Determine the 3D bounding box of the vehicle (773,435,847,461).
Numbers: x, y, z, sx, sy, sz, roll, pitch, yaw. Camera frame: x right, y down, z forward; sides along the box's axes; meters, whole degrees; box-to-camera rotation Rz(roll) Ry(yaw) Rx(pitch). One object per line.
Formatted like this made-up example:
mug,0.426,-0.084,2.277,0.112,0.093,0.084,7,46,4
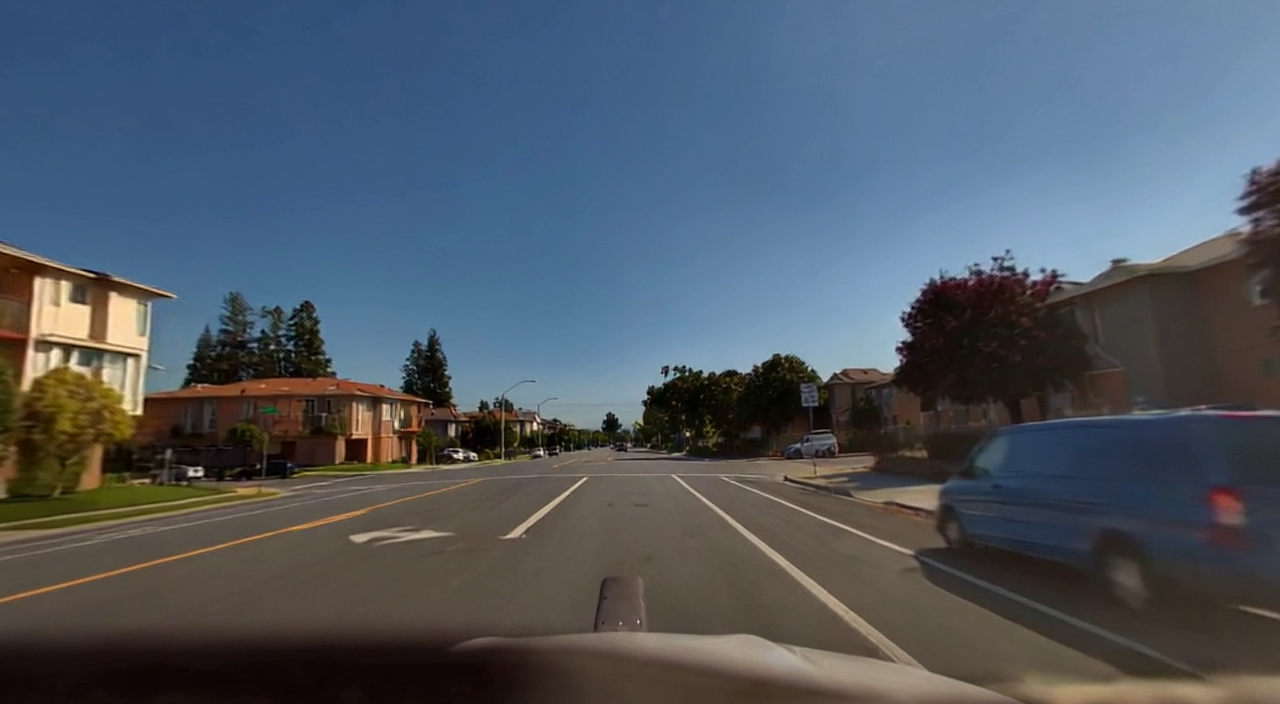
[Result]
vehicle,11.567,6.569,43.216,4.406,1.738,2.020,0,-8,0

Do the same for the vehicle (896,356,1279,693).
vehicle,4.477,1.292,5.898,2.052,1.859,4.778,0,-8,-2

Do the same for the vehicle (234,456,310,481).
vehicle,-25.874,8.159,44.479,4.185,1.550,1.937,-1,-6,3

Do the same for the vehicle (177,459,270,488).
vehicle,-22.572,6.578,34.307,3.687,1.465,1.855,0,-8,-1
